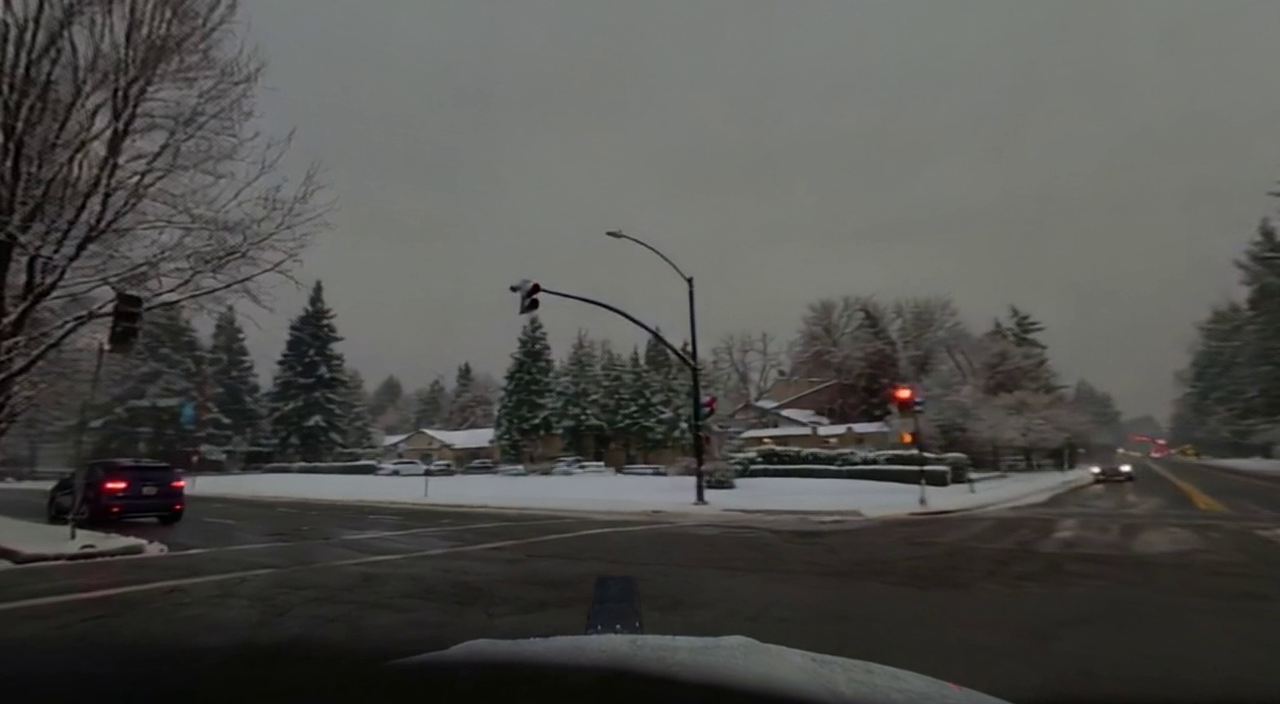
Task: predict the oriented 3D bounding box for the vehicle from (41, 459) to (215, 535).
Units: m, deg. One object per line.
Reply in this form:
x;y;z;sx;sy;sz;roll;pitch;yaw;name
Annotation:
-13.204;3.605;16.254;4.247;1.591;2.093;-5;-10;32;vehicle
